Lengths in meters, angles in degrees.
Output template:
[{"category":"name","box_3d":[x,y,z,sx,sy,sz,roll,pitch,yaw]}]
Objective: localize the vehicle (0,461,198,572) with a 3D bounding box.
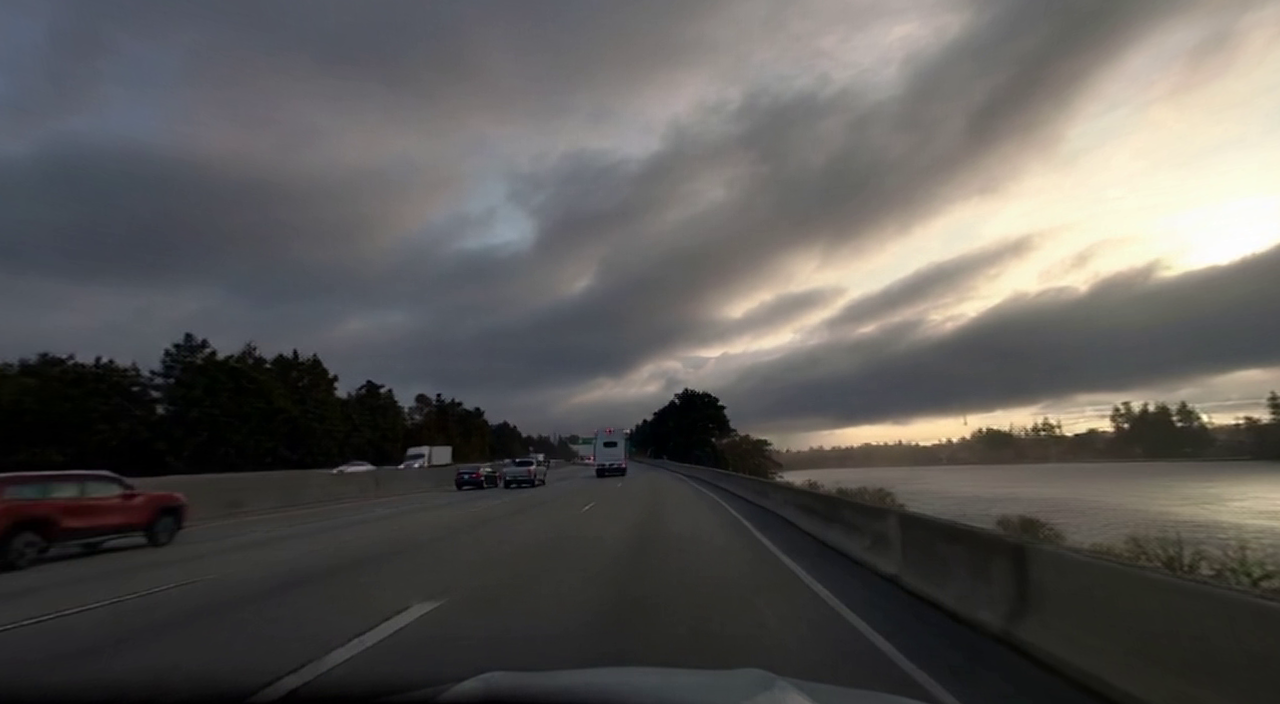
[{"category":"vehicle","box_3d":[-11.627,3.122,12.601,2.005,1.774,4.610,-1,-9,3]}]

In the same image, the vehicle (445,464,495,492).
[{"category":"vehicle","box_3d":[-10.690,7.930,39.854,1.872,1.536,4.134,0,-9,2]}]

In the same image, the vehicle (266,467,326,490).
[{"category":"vehicle","box_3d":[-26.708,9.818,49.086,1.854,1.500,4.763,0,-9,1]}]

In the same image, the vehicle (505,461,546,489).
[{"category":"vehicle","box_3d":[-6.784,7.295,37.504,1.778,1.560,3.030,0,-9,2]}]
